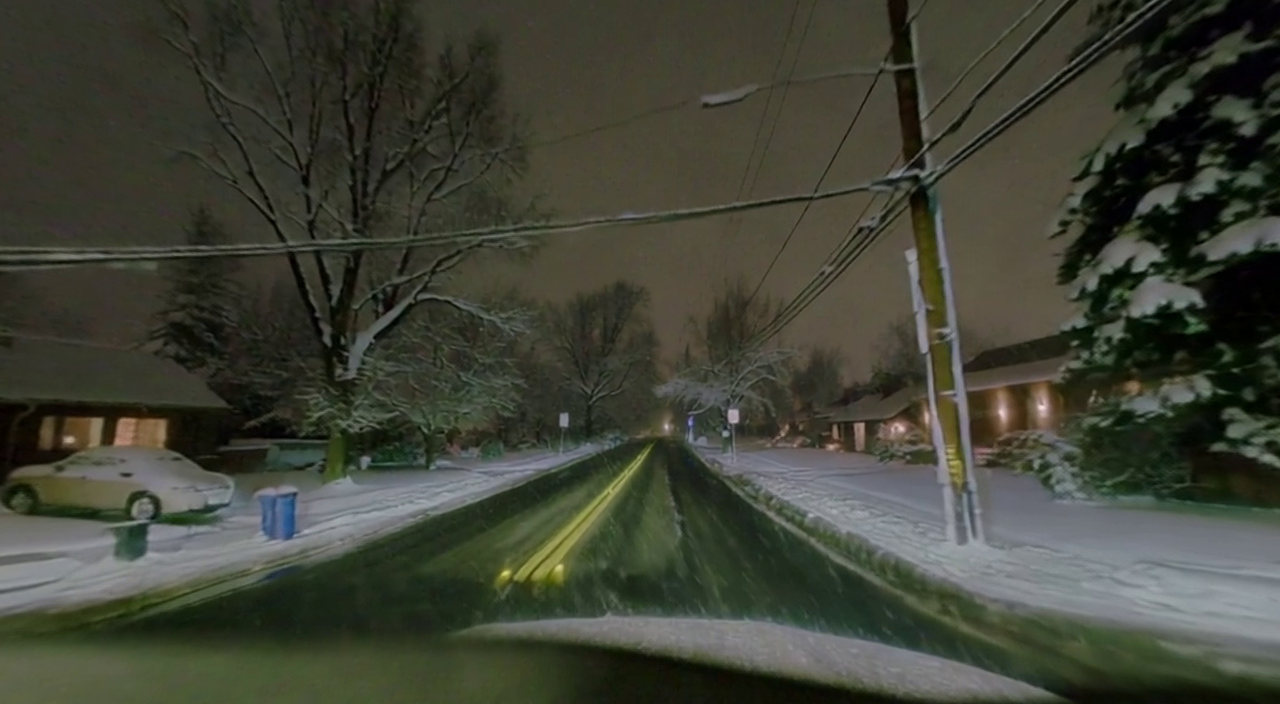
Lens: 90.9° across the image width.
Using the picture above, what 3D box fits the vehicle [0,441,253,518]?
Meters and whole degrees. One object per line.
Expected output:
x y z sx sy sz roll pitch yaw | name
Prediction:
-11.157 2.635 13.379 4.659 1.464 1.930 0 -8 3 | vehicle
